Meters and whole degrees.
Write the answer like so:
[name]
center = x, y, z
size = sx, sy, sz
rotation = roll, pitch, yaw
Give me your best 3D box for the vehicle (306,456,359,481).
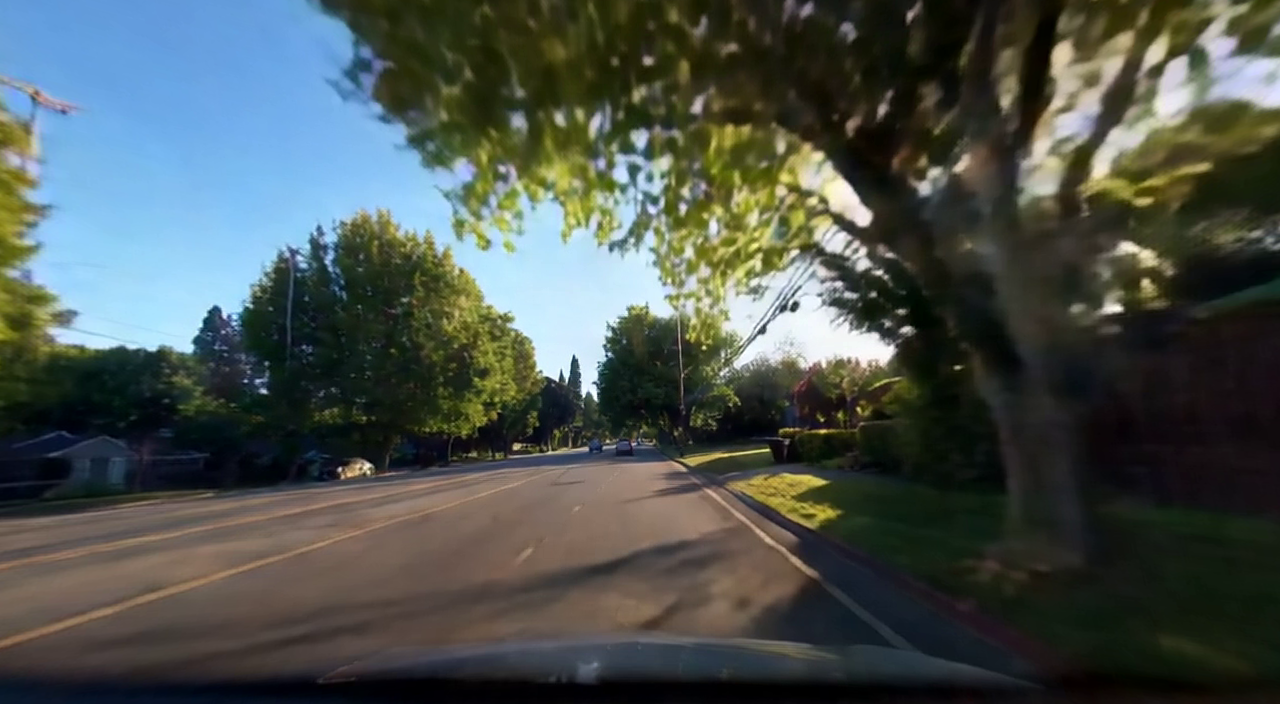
[vehicle]
center = -20.922, 7.899, 43.074
size = 1.854, 1.504, 4.436
rotation = 1, -8, -7
